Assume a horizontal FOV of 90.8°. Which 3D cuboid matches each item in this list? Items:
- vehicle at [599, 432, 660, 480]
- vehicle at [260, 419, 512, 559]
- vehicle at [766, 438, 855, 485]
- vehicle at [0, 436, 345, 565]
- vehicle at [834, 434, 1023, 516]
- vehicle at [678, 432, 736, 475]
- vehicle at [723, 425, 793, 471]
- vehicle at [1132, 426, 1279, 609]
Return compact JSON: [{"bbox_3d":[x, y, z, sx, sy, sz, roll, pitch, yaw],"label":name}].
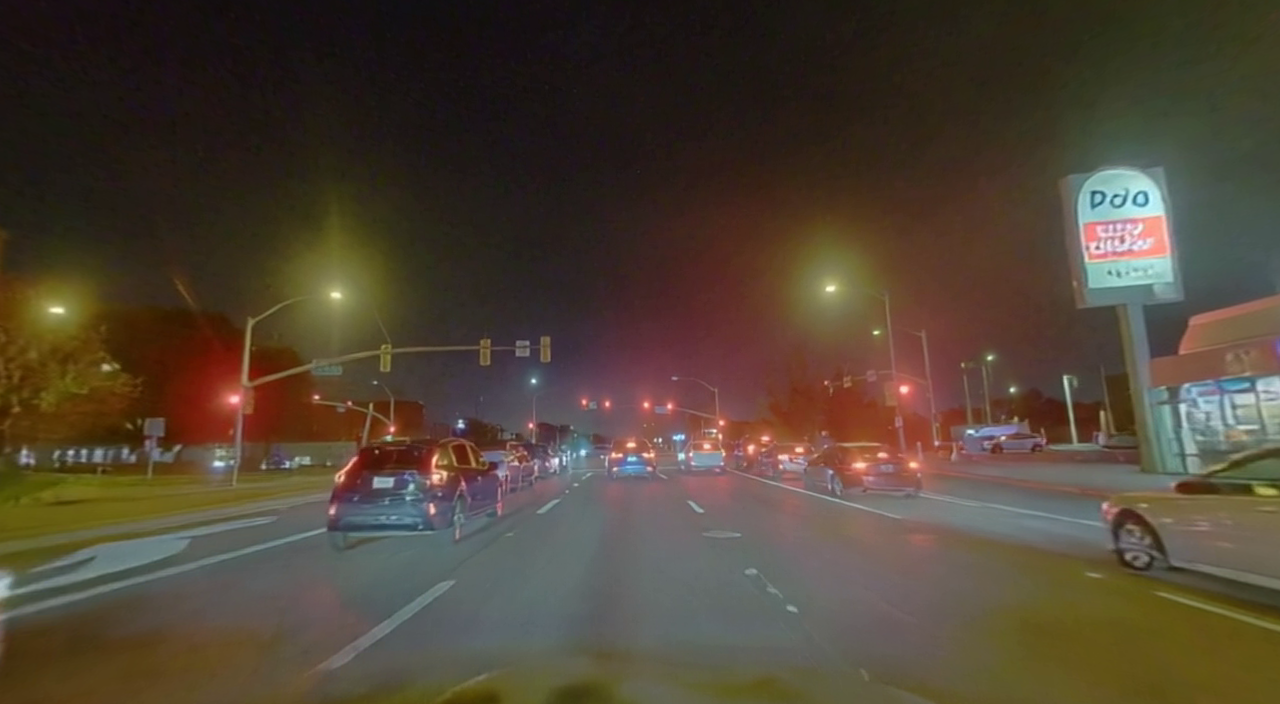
[{"bbox_3d":[-0.411,4.201,25.775,2.261,1.741,4.255,0,-8,-1],"label":"vehicle"},{"bbox_3d":[-3.444,1.936,9.669,2.063,1.625,4.290,0,-8,0],"label":"vehicle"},{"bbox_3d":[6.079,3.935,23.095,1.884,1.522,4.557,0,-8,-1],"label":"vehicle"},{"bbox_3d":[-6.485,2.034,9.509,1.989,1.459,4.439,0,-8,-1],"label":"vehicle"},{"bbox_3d":[6.109,2.642,14.169,1.969,1.502,4.663,0,-8,-1],"label":"vehicle"},{"bbox_3d":[2.934,4.578,28.738,2.018,1.779,4.338,0,-8,-2],"label":"vehicle"},{"bbox_3d":[6.016,5.040,33.152,2.510,2.176,5.527,0,-8,-1],"label":"vehicle"},{"bbox_3d":[6.135,1.207,4.288,2.017,1.453,4.497,0,-8,1],"label":"vehicle"}]
